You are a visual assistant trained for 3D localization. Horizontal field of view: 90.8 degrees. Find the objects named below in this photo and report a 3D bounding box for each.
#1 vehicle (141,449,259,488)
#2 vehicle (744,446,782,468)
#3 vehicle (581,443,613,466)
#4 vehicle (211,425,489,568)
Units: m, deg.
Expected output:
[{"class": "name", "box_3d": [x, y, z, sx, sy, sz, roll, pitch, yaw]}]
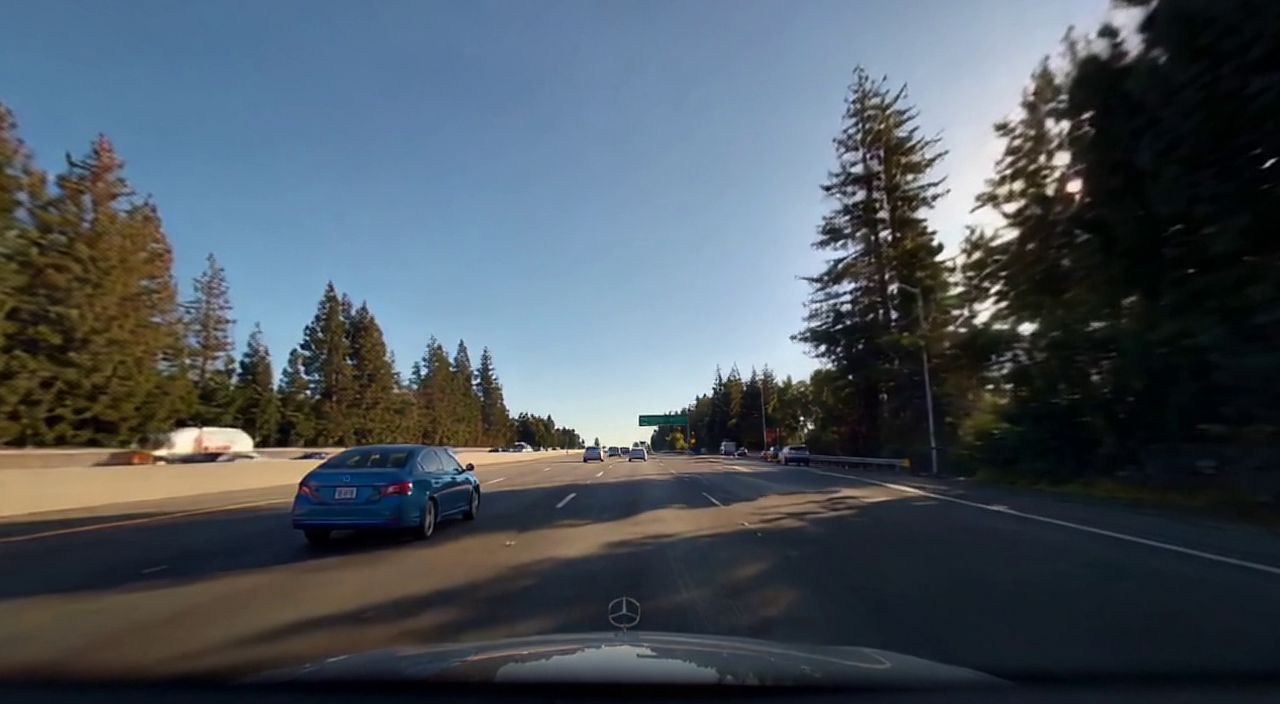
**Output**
[{"class": "vehicle", "box_3d": [-17.644, 4.652, 25.587, 1.875, 1.426, 3.961, 0, -9, 0]}, {"class": "vehicle", "box_3d": [8.859, 7.585, 45.906, 1.940, 1.496, 4.992, -1, -9, 3]}, {"class": "vehicle", "box_3d": [-3.287, 7.903, 49.031, 2.206, 1.683, 4.300, 0, -9, 0]}, {"class": "vehicle", "box_3d": [-3.691, 1.908, 9.072, 2.020, 1.554, 4.137, 0, -9, 0]}]
